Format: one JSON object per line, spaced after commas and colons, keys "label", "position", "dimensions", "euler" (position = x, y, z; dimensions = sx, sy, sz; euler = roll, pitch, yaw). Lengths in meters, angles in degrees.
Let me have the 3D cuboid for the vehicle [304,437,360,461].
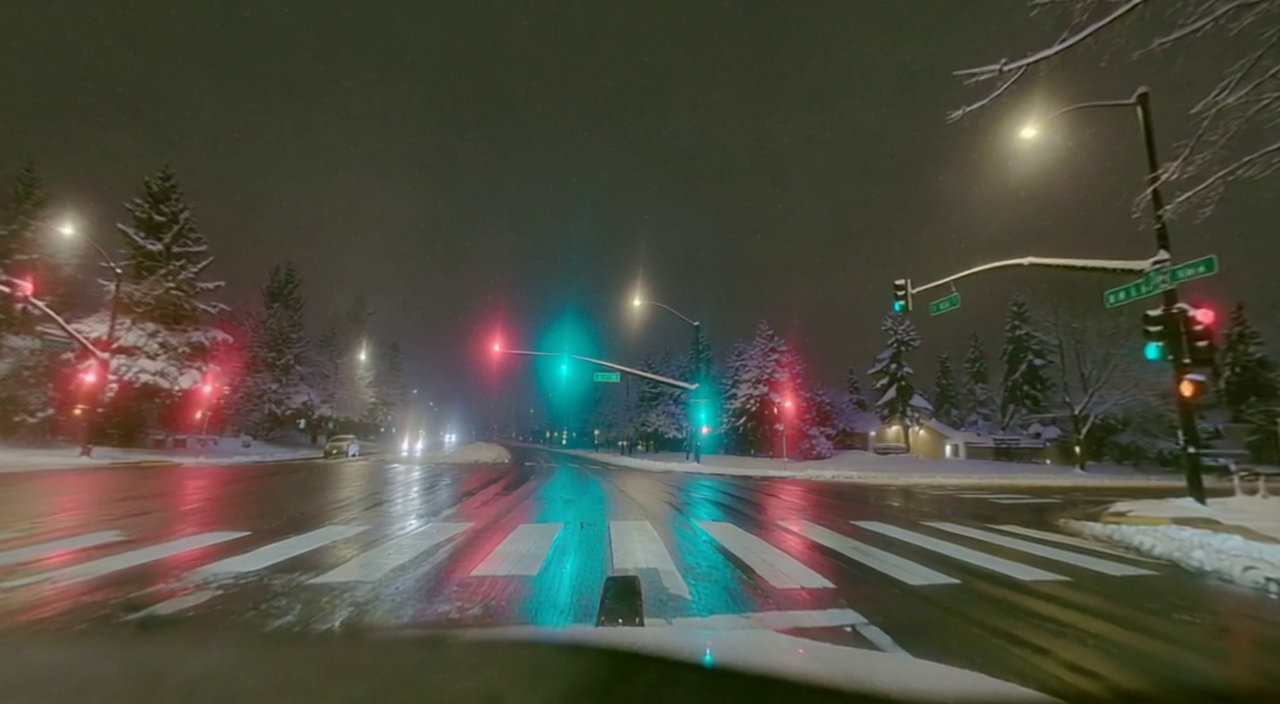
{"label": "vehicle", "position": [-20.089, 6.341, 41.434], "dimensions": [1.918, 1.432, 4.433], "euler": [1, -9, -7]}
